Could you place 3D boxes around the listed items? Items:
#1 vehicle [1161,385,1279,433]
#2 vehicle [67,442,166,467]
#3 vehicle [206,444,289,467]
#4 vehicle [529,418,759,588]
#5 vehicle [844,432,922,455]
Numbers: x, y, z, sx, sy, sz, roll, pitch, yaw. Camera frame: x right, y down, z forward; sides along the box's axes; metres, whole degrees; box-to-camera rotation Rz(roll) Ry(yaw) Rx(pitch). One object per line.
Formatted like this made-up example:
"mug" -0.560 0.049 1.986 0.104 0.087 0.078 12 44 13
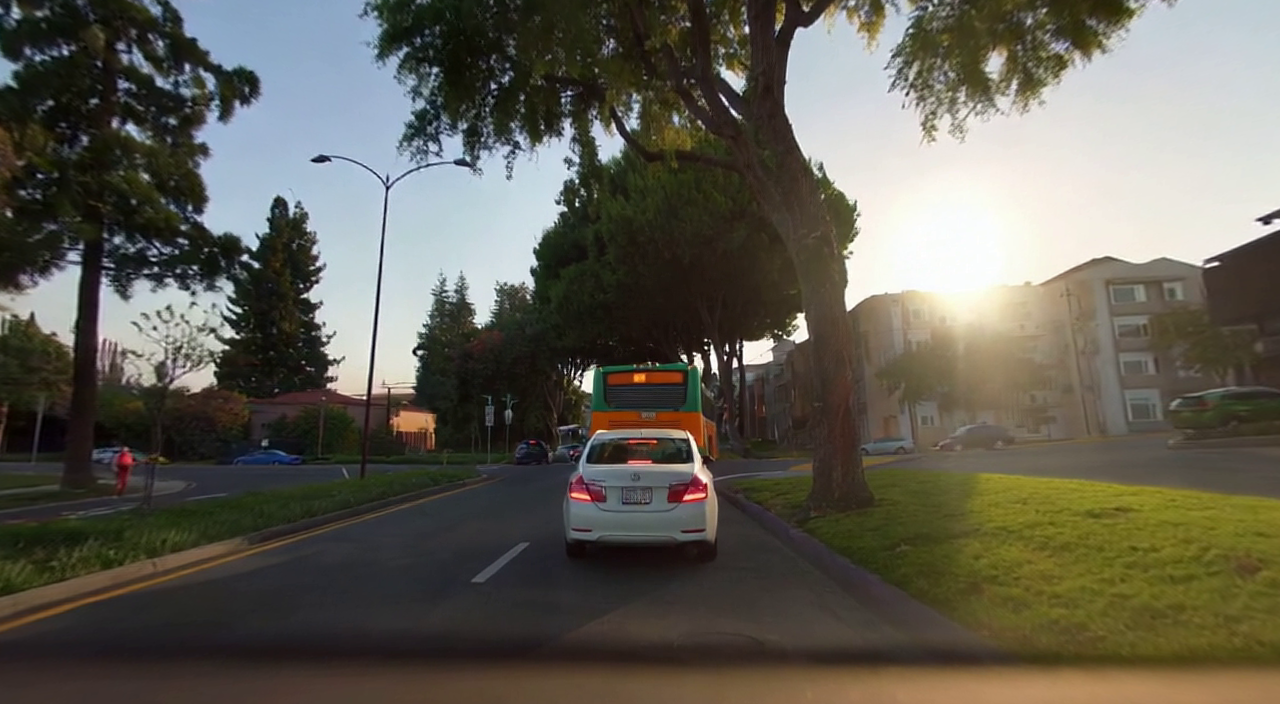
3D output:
"vehicle" 20.730 1.979 21.301 1.781 1.458 4.359 3 -9 -23
"vehicle" -32.054 6.280 38.723 4.473 1.442 1.743 7 -11 -38
"vehicle" -25.949 6.869 41.842 4.403 1.422 1.697 4 -9 -26
"vehicle" 0.060 1.624 7.581 2.020 1.478 3.922 0 -8 1
"vehicle" 15.755 5.939 40.827 4.422 1.457 1.882 -5 -10 29
